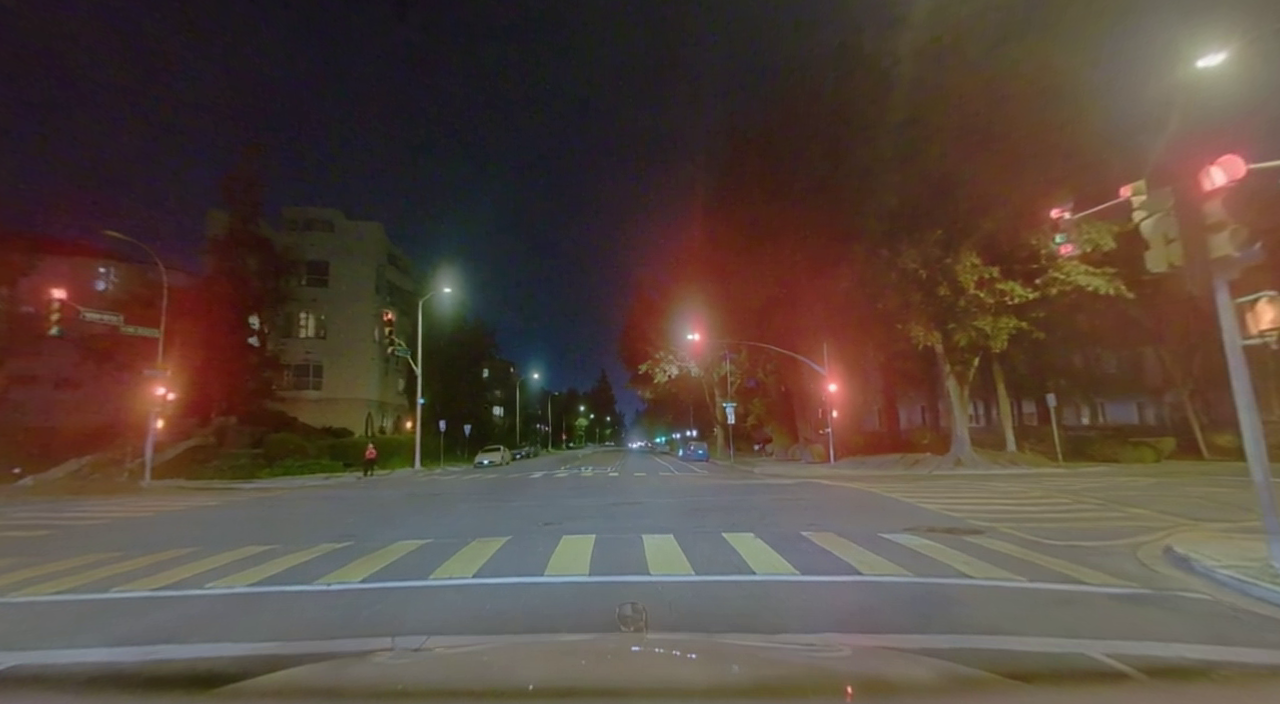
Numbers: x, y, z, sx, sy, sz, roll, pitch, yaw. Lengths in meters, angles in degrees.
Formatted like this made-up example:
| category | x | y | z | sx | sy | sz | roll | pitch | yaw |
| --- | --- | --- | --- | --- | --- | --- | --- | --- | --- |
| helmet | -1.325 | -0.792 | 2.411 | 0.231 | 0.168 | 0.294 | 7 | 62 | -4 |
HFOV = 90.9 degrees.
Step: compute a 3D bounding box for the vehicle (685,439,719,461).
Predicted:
| category | x | y | z | sx | sy | sz | roll | pitch | yaw |
| --- | --- | --- | --- | --- | --- | --- | --- | --- | --- |
| vehicle | 4.262 | 6.806 | 43.901 | 1.987 | 1.466 | 4.389 | 0 | -8 | 0 |
